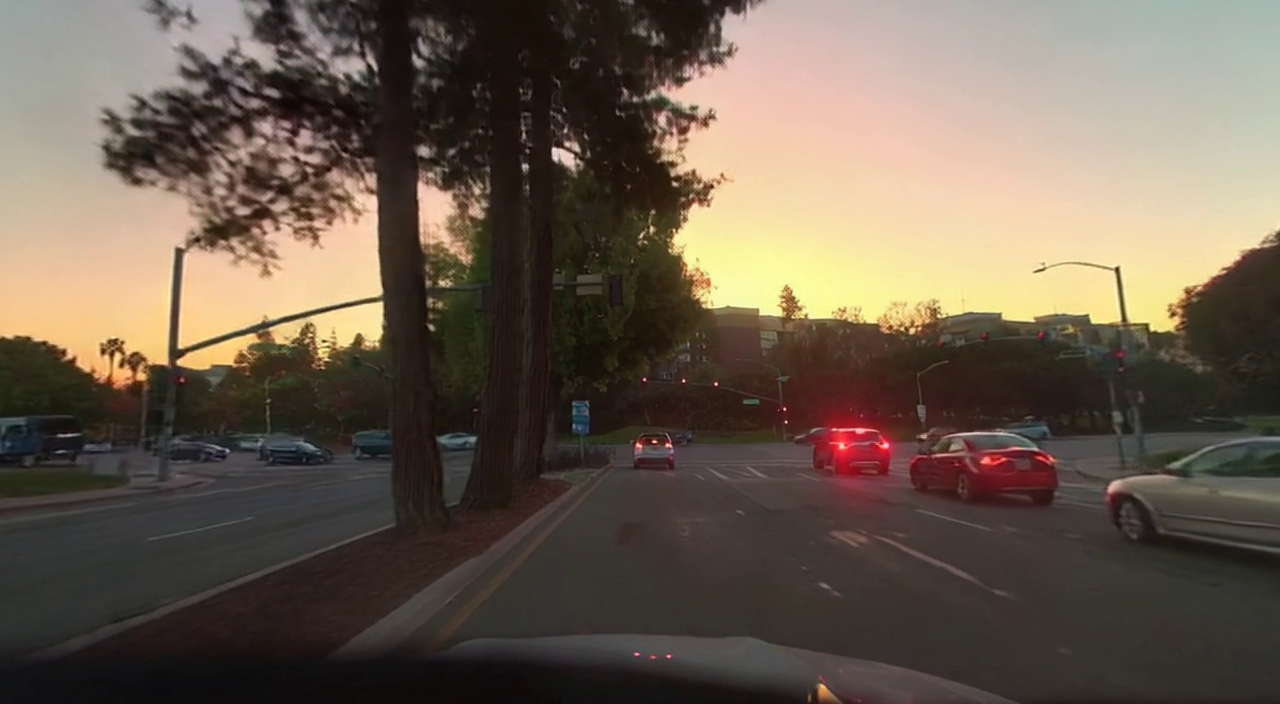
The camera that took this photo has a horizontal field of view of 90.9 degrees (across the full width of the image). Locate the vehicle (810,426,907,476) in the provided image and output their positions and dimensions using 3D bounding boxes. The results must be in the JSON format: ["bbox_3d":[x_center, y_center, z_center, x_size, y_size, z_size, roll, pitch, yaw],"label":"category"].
[{"bbox_3d":[7.598,3.499,22.385,1.901,1.577,4.348,0,-8,1],"label":"vehicle"}]

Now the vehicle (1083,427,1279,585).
[{"bbox_3d":[7.043,1.494,6.251,1.947,1.478,4.731,-1,-8,1],"label":"vehicle"}]

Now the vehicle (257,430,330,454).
[{"bbox_3d":[-26.582,6.927,48.430,4.450,1.684,1.894,-1,-9,-2],"label":"vehicle"}]

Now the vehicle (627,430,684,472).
[{"bbox_3d":[0.558,3.872,24.818,2.041,1.485,3.813,0,-8,0],"label":"vehicle"}]

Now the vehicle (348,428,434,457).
[{"bbox_3d":[-16.210,5.922,41.206,4.786,1.803,1.967,-1,-8,3],"label":"vehicle"}]

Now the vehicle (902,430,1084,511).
[{"bbox_3d":[7.325,2.464,13.595,1.726,1.467,3.793,0,-8,0],"label":"vehicle"}]
